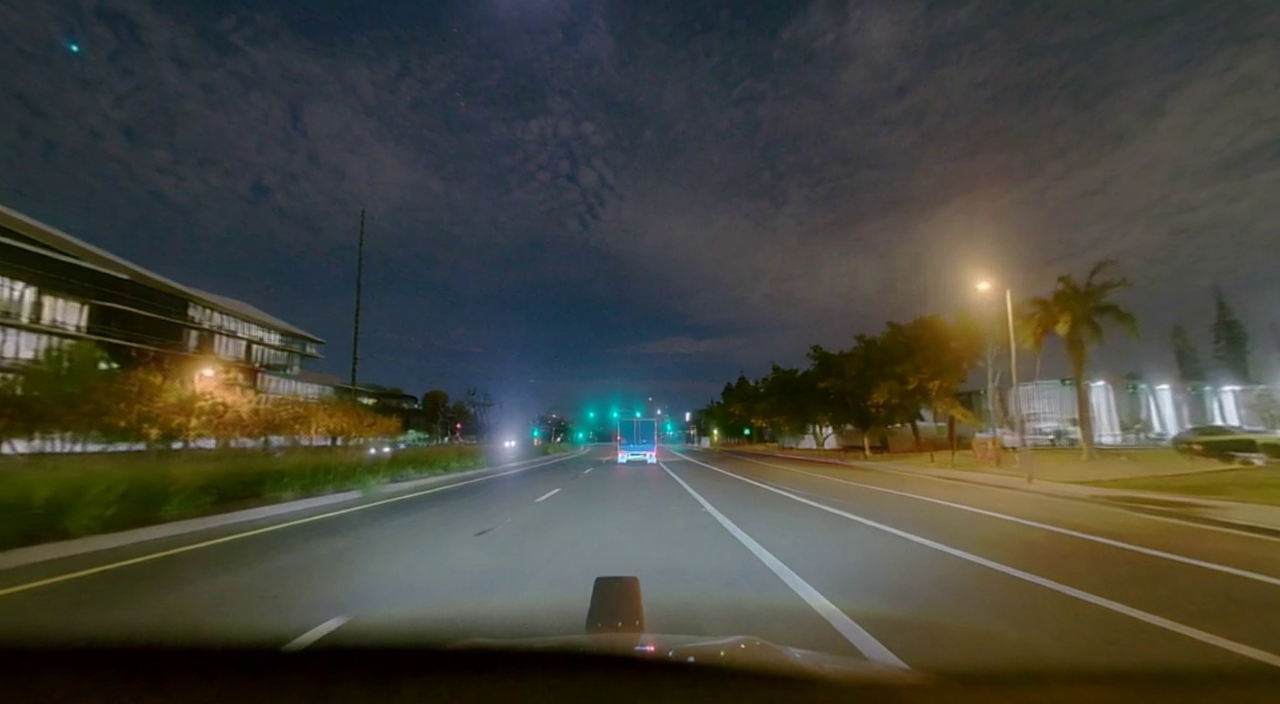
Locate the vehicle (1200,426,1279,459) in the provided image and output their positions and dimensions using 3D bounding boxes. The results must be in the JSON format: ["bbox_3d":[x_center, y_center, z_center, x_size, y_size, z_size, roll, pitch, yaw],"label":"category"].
[{"bbox_3d":[35.702,5.264,36.938,4.297,1.798,1.955,0,-8,-10],"label":"vehicle"}]

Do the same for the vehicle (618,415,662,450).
[{"bbox_3d":[-0.093,4.507,34.950,2.178,1.829,4.932,0,-9,-3],"label":"vehicle"}]
